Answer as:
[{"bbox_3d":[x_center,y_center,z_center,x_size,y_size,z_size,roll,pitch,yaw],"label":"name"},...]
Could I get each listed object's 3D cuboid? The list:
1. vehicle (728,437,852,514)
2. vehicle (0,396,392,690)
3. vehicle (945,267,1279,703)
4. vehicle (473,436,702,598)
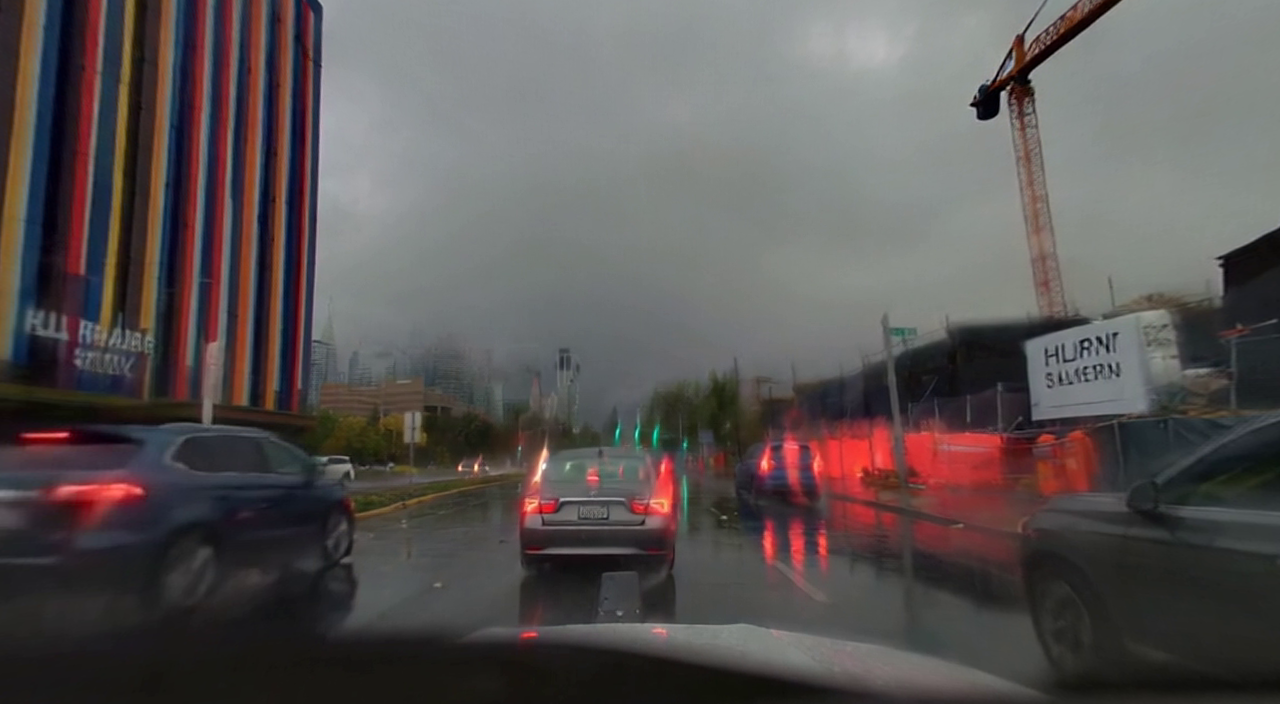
[{"bbox_3d":[3.925,3.314,17.597,2.185,1.797,4.934,0,-8,-1],"label":"vehicle"},{"bbox_3d":[-4.317,1.426,5.899,2.201,1.691,4.305,0,-8,1],"label":"vehicle"},{"bbox_3d":[3.392,0.656,2.103,2.182,1.954,5.341,0,-8,2],"label":"vehicle"},{"bbox_3d":[-0.457,1.857,8.067,2.131,1.496,4.193,0,-8,1],"label":"vehicle"}]
